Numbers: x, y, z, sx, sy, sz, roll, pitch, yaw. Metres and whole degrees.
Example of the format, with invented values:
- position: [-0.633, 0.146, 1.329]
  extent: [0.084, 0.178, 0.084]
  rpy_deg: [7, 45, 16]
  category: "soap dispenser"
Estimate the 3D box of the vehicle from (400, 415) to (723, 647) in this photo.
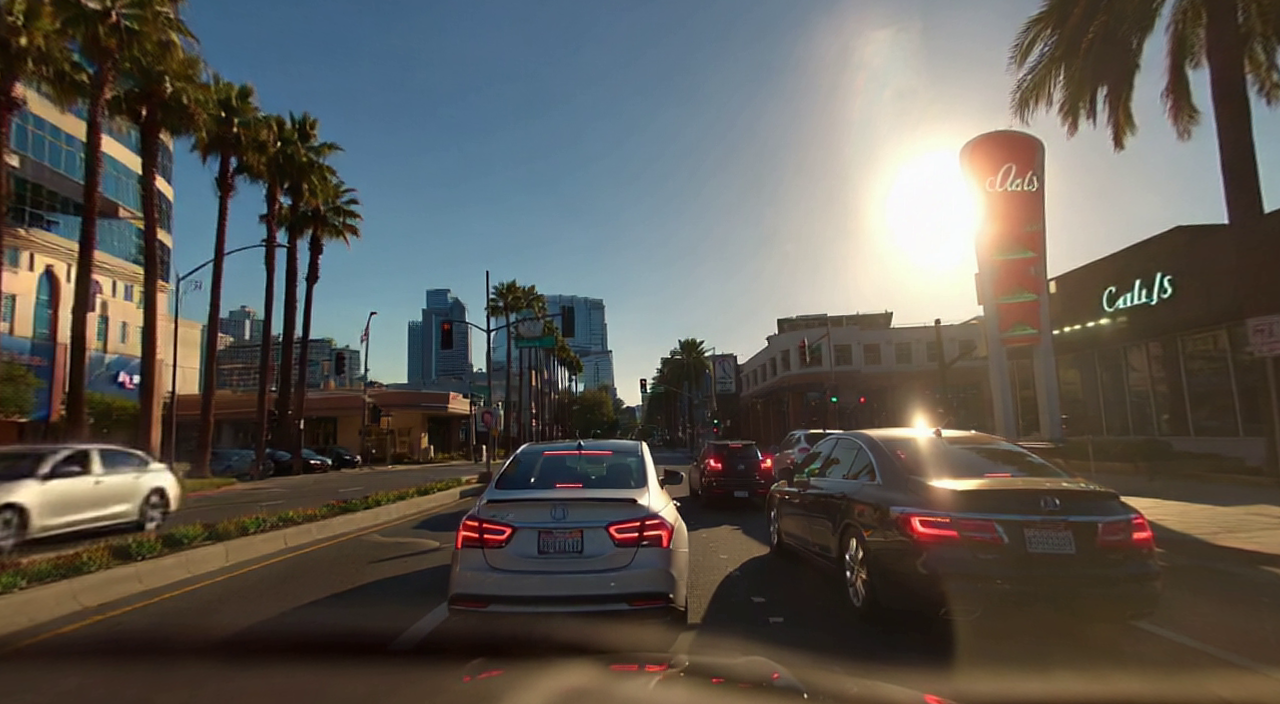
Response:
- position: [-0.517, 1.475, 6.225]
  extent: [2.096, 1.492, 4.071]
  rpy_deg: [0, -9, 0]
  category: "vehicle"

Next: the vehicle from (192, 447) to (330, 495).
- position: [-12.861, 4.024, 21.870]
  extent: [1.856, 1.455, 4.700]
  rpy_deg: [0, -9, 1]
  category: "vehicle"

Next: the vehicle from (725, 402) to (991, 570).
- position: [2.645, 1.768, 9.059]
  extent: [2.096, 1.775, 4.440]
  rpy_deg: [0, -9, -2]
  category: "vehicle"

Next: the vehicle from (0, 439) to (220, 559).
- position: [-8.827, 2.077, 9.549]
  extent: [1.949, 1.442, 4.502]
  rpy_deg: [0, -9, -2]
  category: "vehicle"

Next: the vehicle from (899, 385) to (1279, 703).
- position: [2.616, 0.808, 1.462]
  extent: [2.085, 1.469, 4.458]
  rpy_deg: [0, -9, -1]
  category: "vehicle"
